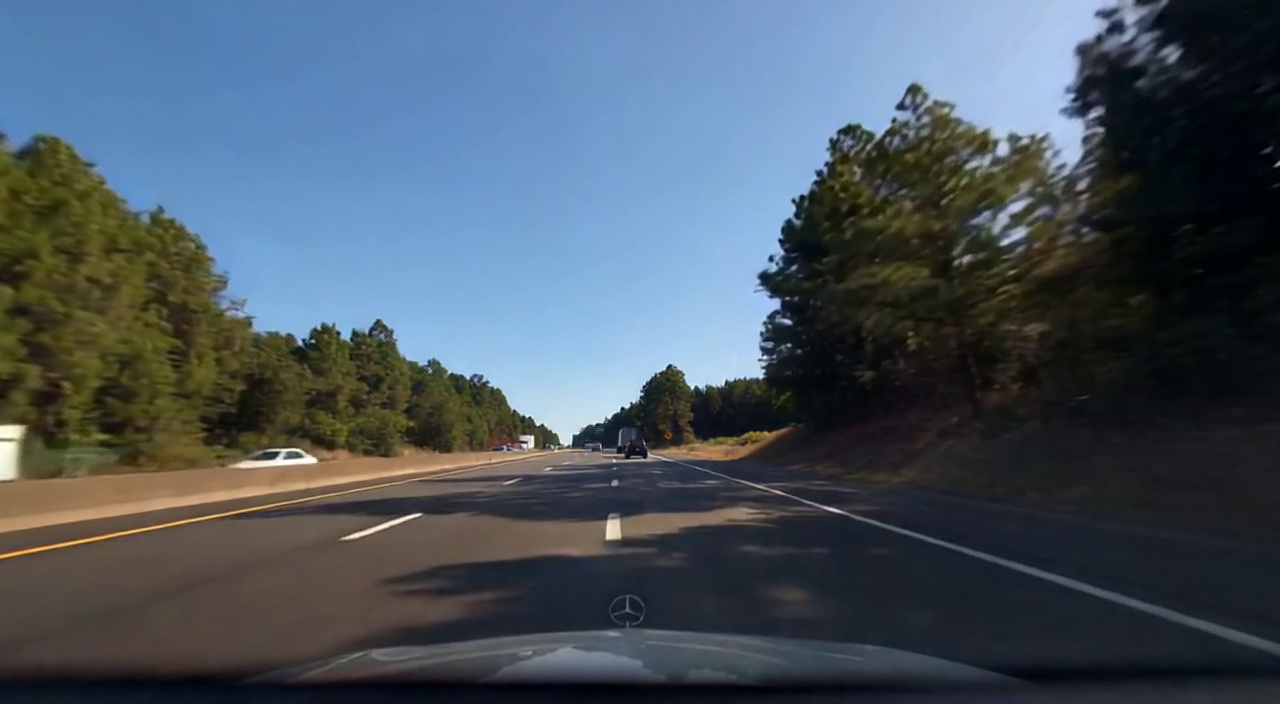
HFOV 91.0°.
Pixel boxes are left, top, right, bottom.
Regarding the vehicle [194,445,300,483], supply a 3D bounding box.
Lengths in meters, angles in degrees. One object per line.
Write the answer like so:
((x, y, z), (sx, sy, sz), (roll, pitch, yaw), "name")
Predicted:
((-17.267, 4.910, 27.962), (1.931, 1.535, 4.492), (0, -8, -2), "vehicle")
